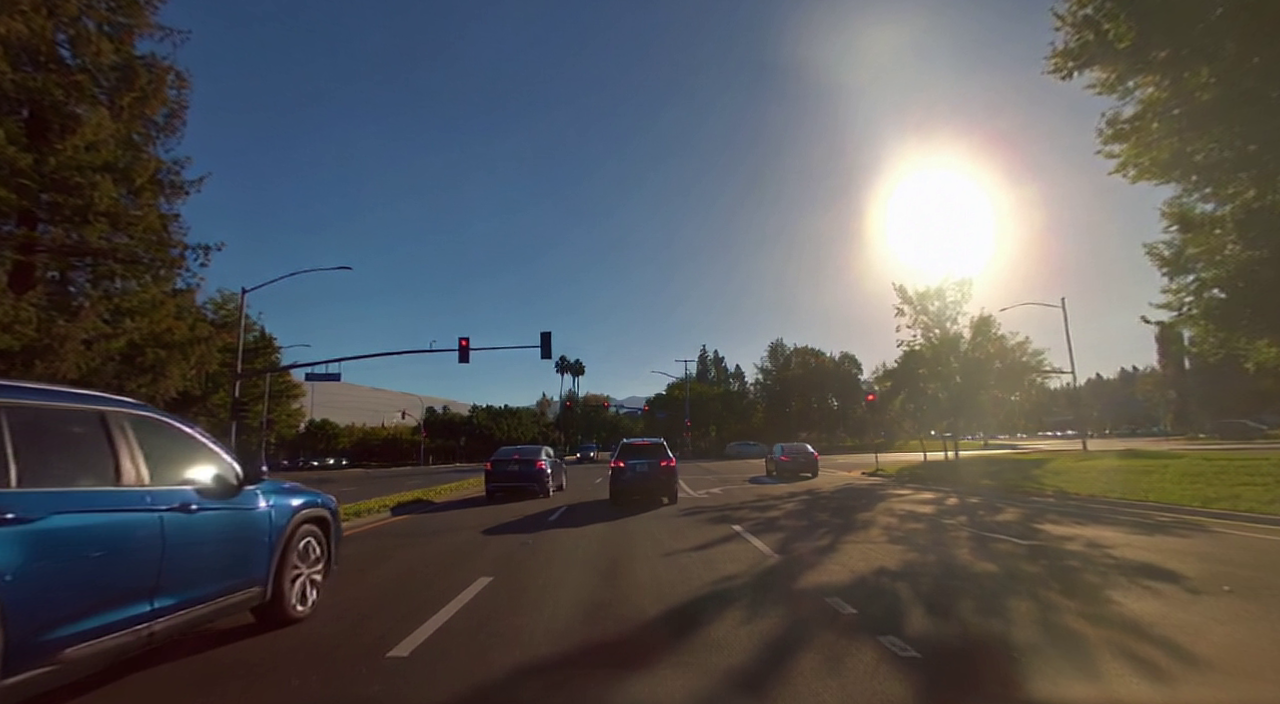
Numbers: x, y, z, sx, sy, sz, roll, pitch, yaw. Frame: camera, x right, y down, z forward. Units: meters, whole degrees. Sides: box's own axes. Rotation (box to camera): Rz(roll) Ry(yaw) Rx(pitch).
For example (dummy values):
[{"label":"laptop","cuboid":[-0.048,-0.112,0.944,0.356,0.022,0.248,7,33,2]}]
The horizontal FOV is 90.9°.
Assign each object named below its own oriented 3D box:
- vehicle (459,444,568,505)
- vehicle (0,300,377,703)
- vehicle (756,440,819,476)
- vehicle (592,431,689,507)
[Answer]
[{"label":"vehicle","cuboid":[-3.437,3.420,18.234,2.061,1.504,5.142,0,-8,0]},{"label":"vehicle","cuboid":[-3.512,0.843,2.930,2.320,1.863,5.148,0,-8,0]},{"label":"vehicle","cuboid":[7.941,5.741,34.444,2.166,1.761,4.692,0,-8,-1]},{"label":"vehicle","cuboid":[0.023,3.096,17.160,2.298,1.770,4.138,0,-8,0]}]
